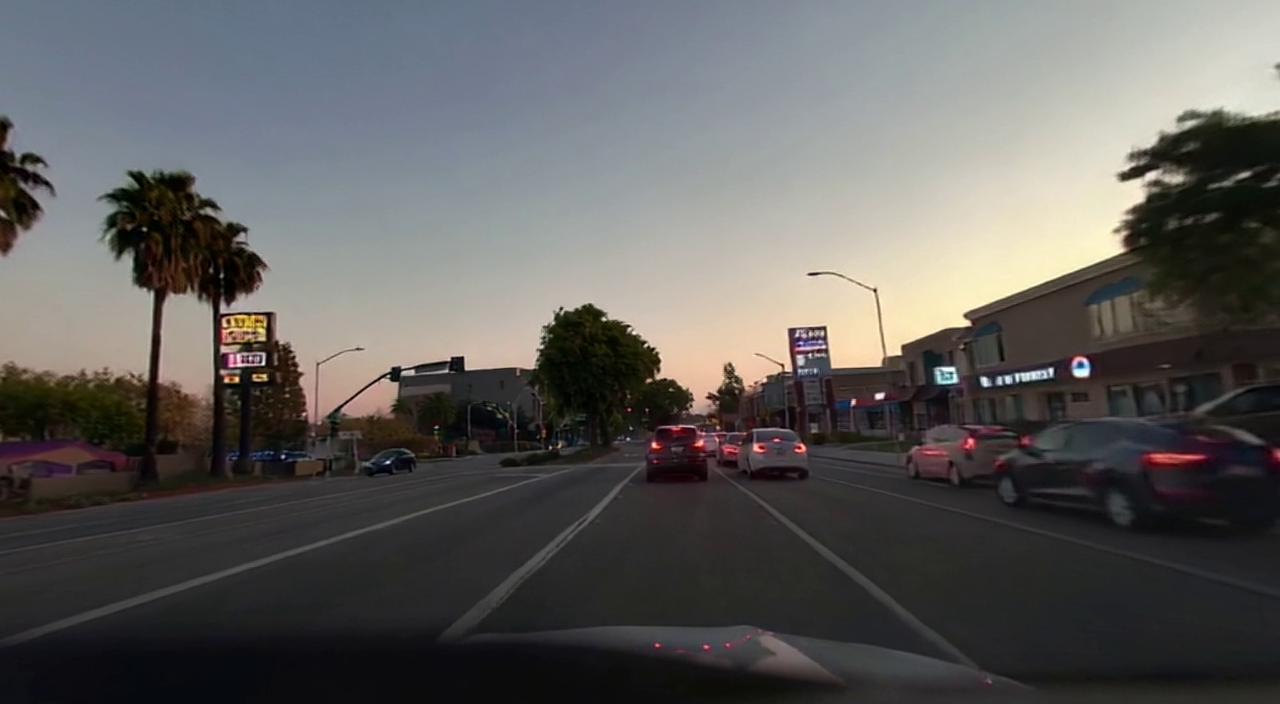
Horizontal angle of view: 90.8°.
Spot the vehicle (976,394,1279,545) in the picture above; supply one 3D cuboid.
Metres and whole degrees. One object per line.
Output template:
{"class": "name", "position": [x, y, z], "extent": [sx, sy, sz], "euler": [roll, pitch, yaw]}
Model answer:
{"class": "vehicle", "position": [7.347, 1.681, 9.572], "extent": [2.001, 1.692, 4.800], "euler": [0, -9, 2]}

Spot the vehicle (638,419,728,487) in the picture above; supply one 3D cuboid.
{"class": "vehicle", "position": [1.247, 3.106, 19.642], "extent": [2.428, 1.816, 4.959], "euler": [0, -9, 2]}

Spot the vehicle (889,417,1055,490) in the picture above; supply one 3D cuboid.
{"class": "vehicle", "position": [8.492, 2.669, 16.745], "extent": [1.881, 1.658, 4.595], "euler": [0, -9, 0]}

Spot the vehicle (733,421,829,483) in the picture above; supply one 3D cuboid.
{"class": "vehicle", "position": [4.413, 3.241, 20.550], "extent": [2.187, 1.777, 4.444], "euler": [0, -9, 1]}

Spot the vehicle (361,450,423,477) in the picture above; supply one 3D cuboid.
{"class": "vehicle", "position": [-15.564, 6.997, 39.887], "extent": [1.857, 1.446, 4.615], "euler": [-3, -9, 3]}
